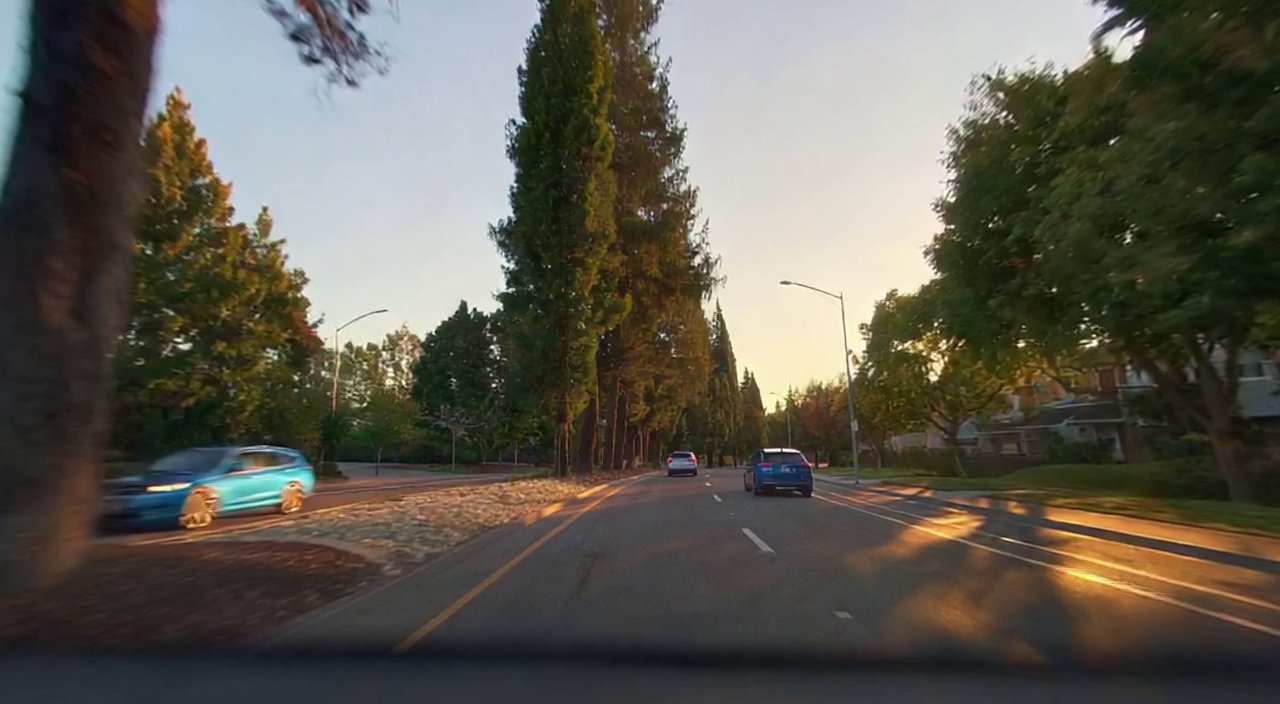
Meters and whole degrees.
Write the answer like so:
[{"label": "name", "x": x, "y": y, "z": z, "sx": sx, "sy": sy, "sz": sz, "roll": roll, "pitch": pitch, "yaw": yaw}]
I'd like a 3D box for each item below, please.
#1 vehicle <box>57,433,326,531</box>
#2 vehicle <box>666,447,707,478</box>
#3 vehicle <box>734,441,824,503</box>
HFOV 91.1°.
[{"label": "vehicle", "x": -8.709, "y": 2.524, "z": 12.883, "sx": 2.064, "sy": 1.628, "sz": 4.524, "roll": 0, "pitch": -8, "yaw": 2}, {"label": "vehicle", "x": 3.028, "y": 7.007, "z": 40.137, "sx": 2.251, "sy": 1.822, "sz": 4.391, "roll": -1, "pitch": -9, "yaw": 9}, {"label": "vehicle", "x": 4.136, "y": 3.607, "z": 19.402, "sx": 1.971, "sy": 1.663, "sz": 4.287, "roll": 0, "pitch": -9, "yaw": 3}]
